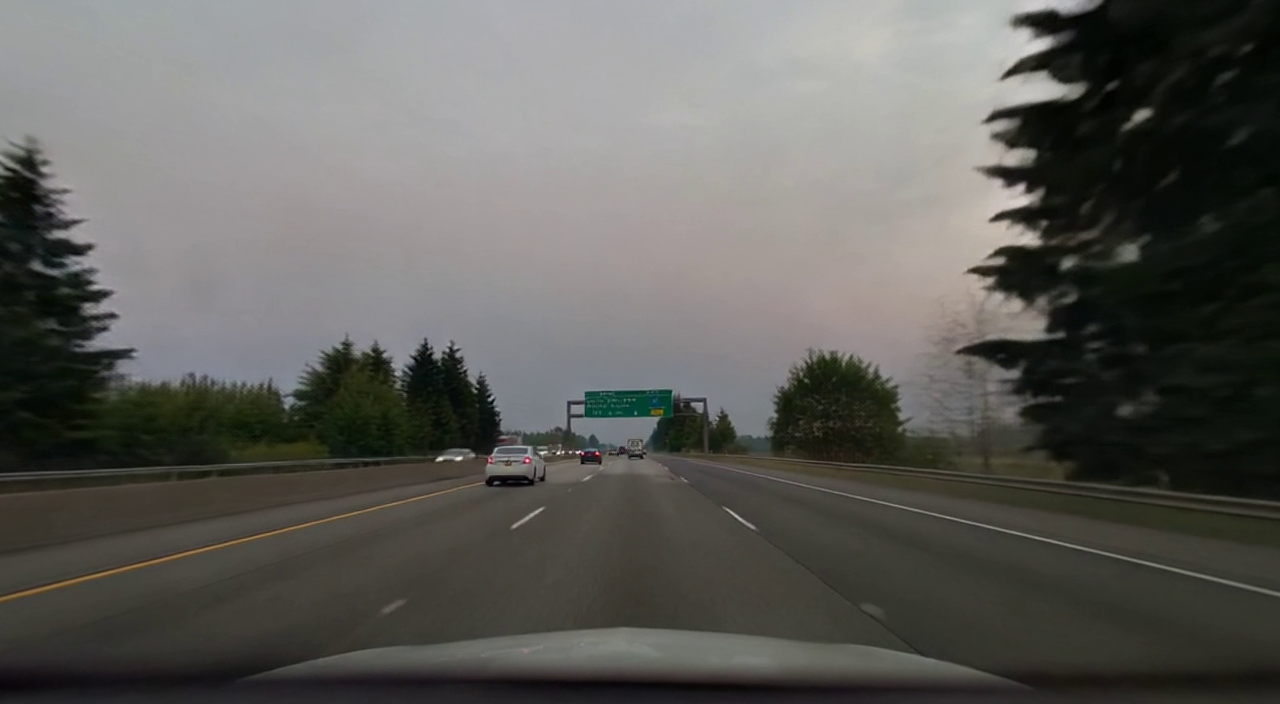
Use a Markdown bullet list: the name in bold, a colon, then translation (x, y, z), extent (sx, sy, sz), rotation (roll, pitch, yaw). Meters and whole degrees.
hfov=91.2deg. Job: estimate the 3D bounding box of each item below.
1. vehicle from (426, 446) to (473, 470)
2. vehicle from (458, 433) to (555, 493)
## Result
- **vehicle**: translation (-13.310, 7.426, 44.078), extent (1.955, 1.557, 4.567), rotation (-1, -9, -1)
- **vehicle**: translation (-4.108, 3.484, 20.021), extent (2.151, 1.693, 4.201), rotation (0, -9, 0)
